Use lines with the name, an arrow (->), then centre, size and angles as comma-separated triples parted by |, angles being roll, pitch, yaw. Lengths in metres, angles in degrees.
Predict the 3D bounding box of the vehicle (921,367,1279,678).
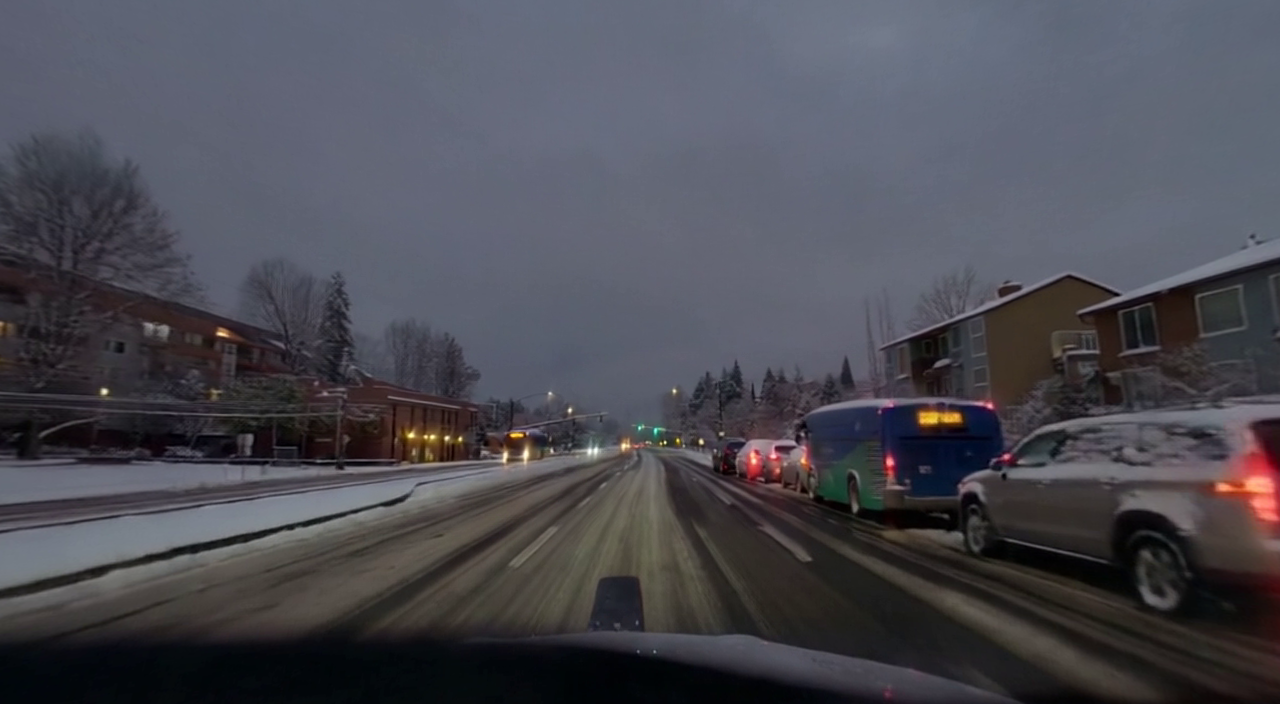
vehicle -> 4.818, 1.292, 5.855 | 2.304, 1.760, 4.630 | 0, -8, 1
